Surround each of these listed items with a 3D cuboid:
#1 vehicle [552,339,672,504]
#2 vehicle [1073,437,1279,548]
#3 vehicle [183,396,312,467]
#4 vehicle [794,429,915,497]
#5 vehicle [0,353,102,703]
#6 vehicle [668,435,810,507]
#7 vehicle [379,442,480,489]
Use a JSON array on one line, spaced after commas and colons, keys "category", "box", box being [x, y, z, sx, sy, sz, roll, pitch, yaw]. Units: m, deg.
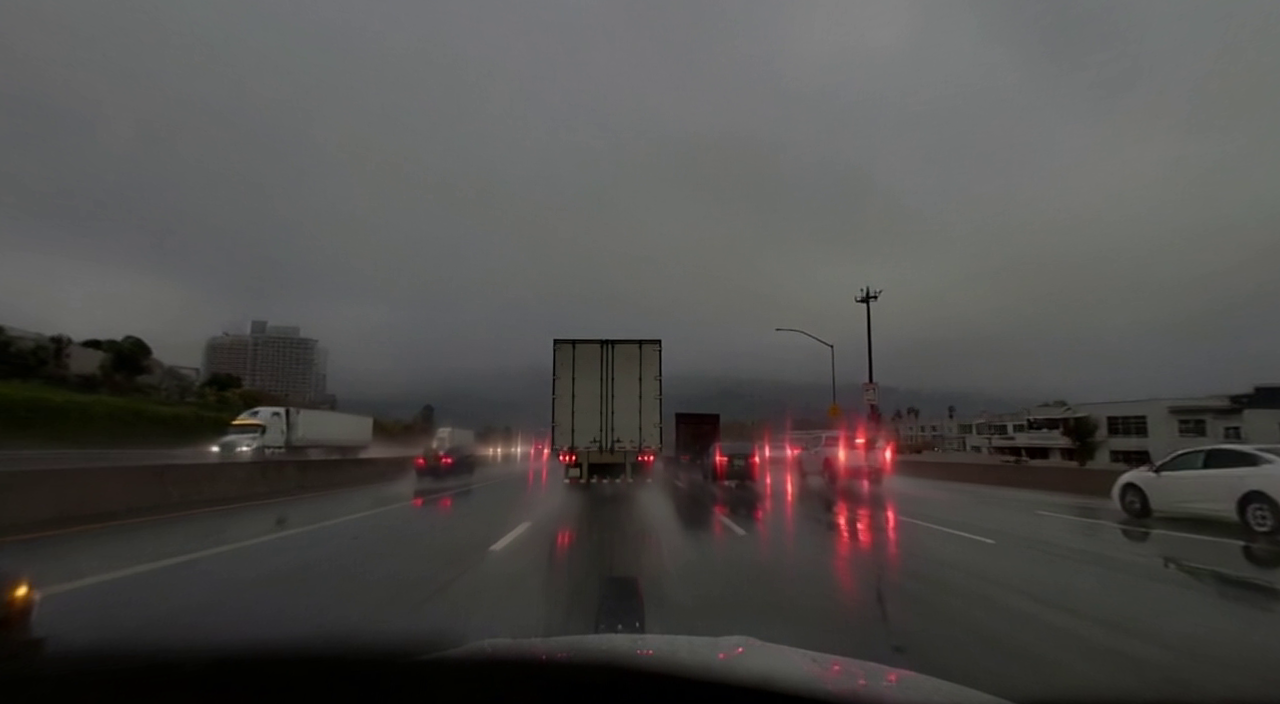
[{"category": "vehicle", "box": [-0.735, 2.482, 20.946, 2.906, 4.040, 10.743, 0, -9, -1]}, {"category": "vehicle", "box": [9.565, 2.085, 9.802, 2.002, 1.472, 4.950, 0, -9, -3]}, {"category": "vehicle", "box": [-25.728, 5.376, 42.108, 3.146, 4.246, 8.205, 0, -9, 0]}, {"category": "vehicle", "box": [6.682, 3.515, 20.324, 2.070, 1.888, 4.546, 0, -9, -2]}, {"category": "vehicle", "box": [-3.338, 0.579, 0.641, 1.946, 1.641, 4.105, 0, -9, -1]}, {"category": "vehicle", "box": [3.021, 4.360, 24.586, 2.869, 1.940, 14.755, 0, -9, -1]}, {"category": "vehicle", "box": [-7.231, 3.936, 22.290, 1.973, 1.471, 4.779, 0, -9, 0]}]
